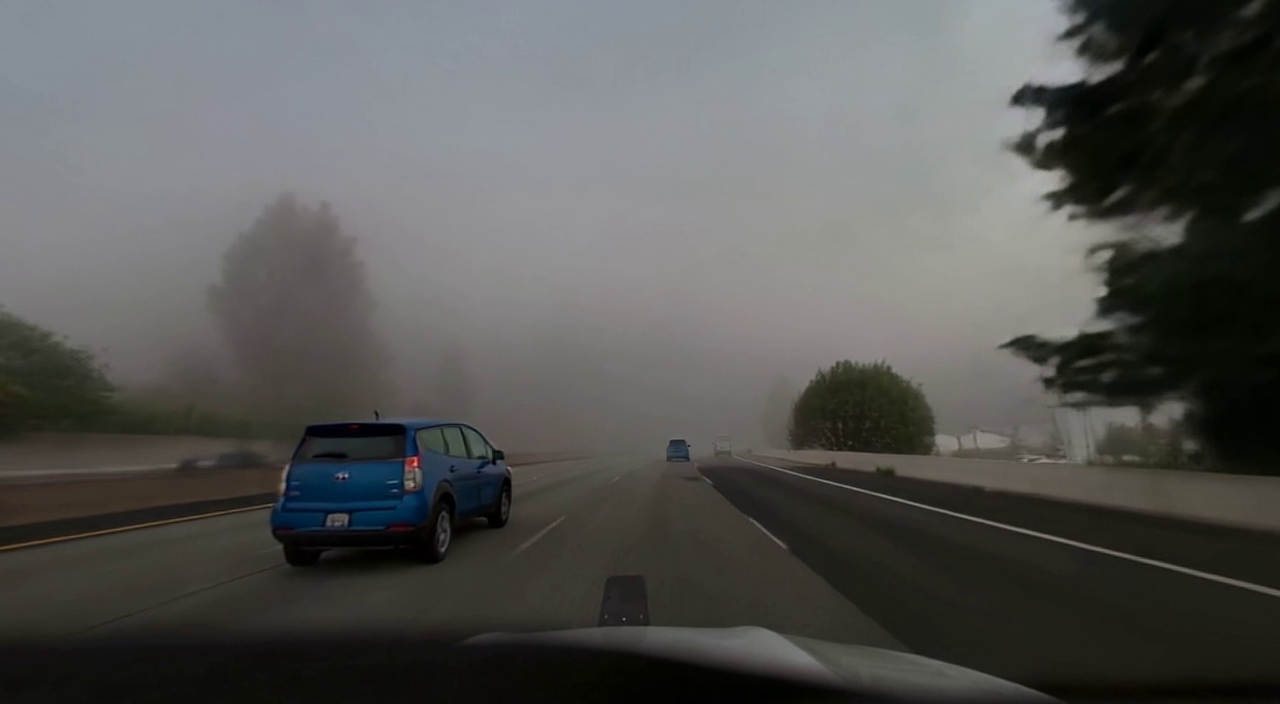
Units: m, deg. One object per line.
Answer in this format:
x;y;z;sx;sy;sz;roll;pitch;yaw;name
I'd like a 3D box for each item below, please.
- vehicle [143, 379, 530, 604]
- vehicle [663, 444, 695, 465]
-2.913;1.498;7.656;2.185;1.823;4.854;0;-9;1;vehicle
2.739;7.256;44.773;2.158;1.458;3.656;0;-9;3;vehicle
